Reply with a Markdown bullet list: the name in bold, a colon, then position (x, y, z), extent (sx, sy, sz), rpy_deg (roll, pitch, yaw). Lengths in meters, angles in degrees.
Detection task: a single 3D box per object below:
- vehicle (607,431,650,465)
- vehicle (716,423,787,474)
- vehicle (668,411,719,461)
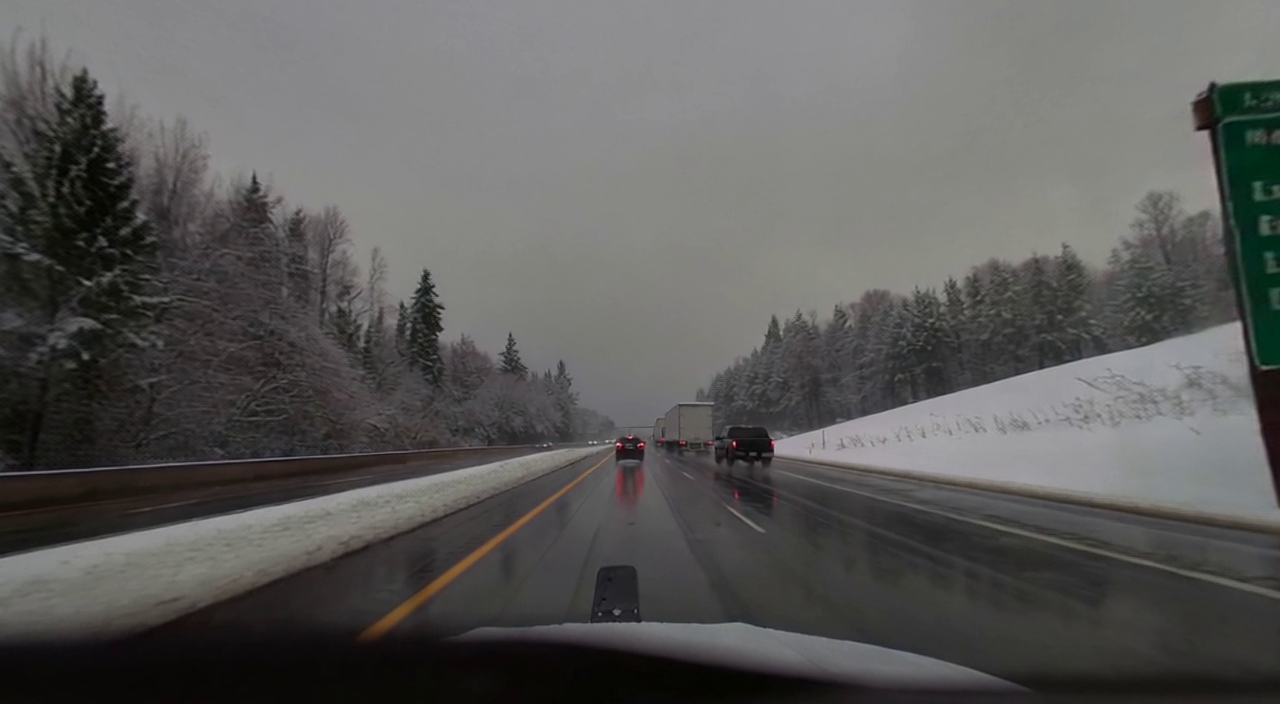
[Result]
- **vehicle**: position (-0.603, 5.175, 34.258), extent (2.206, 1.681, 4.111), rpy_deg (0, -8, -1)
- **vehicle**: position (4.465, 3.910, 25.886), extent (2.073, 1.905, 4.023), rpy_deg (0, -8, -1)
- **vehicle**: position (3.476, 5.705, 42.952), extent (2.728, 3.053, 7.708), rpy_deg (0, -8, 0)
